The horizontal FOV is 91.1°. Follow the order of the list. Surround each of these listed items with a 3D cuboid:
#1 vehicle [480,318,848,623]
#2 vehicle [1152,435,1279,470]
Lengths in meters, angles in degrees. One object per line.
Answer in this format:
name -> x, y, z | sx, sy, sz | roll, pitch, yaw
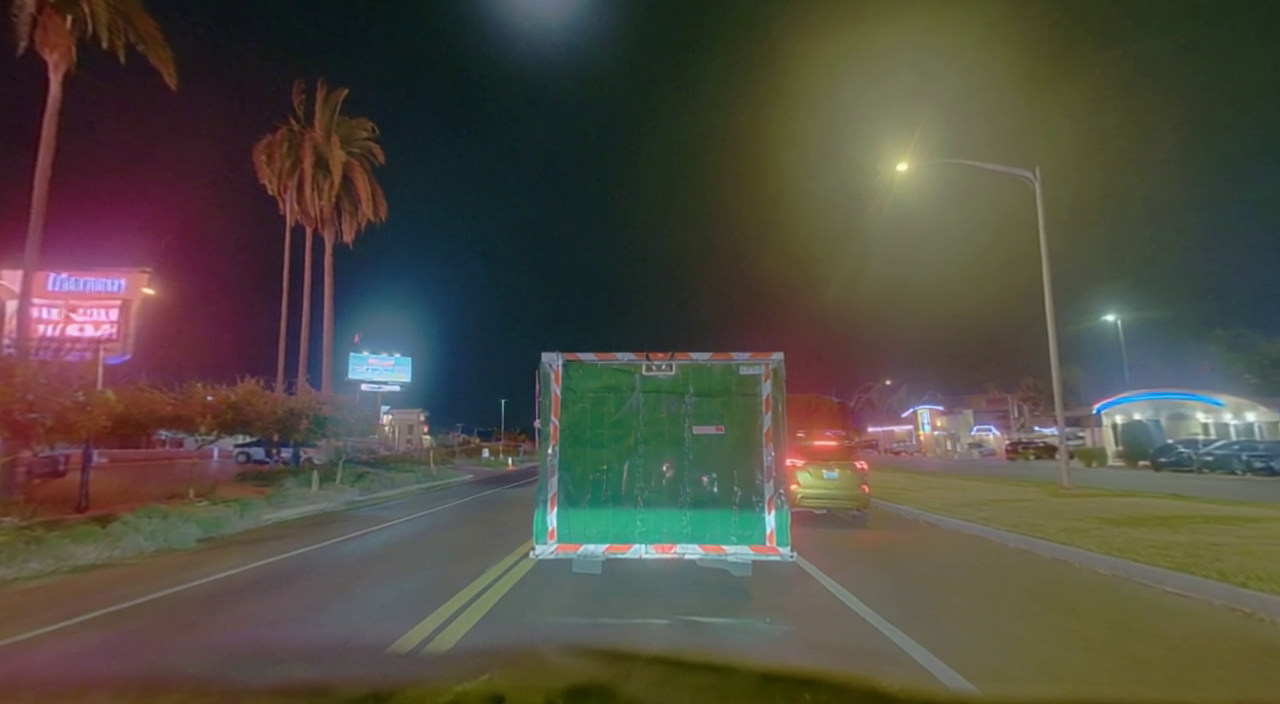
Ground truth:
vehicle -> 0.172, 1.345, 8.041 | 2.728, 2.305, 6.506 | 0, -8, 0
vehicle -> 28.570, 4.985, 31.367 | 4.193, 1.633, 1.928 | -4, -9, 26
